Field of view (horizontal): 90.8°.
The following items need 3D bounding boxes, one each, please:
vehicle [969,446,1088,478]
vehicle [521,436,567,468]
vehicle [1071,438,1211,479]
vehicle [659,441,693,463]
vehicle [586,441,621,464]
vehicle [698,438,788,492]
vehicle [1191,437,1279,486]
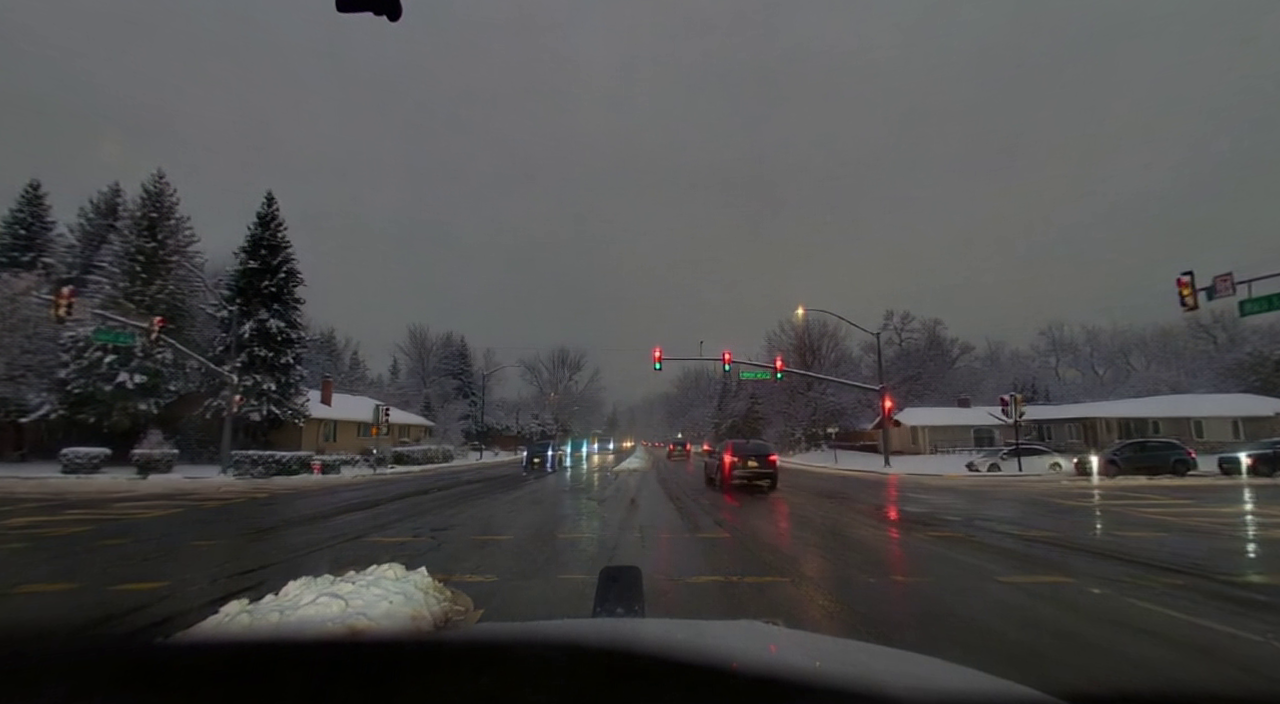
[{"bbox_3d":[19.733,5.606,32.246,4.874,1.544,1.779,0,-9,1],"label":"vehicle"},{"bbox_3d":[-5.444,5.688,36.195,2.025,1.704,4.104,0,-9,0],"label":"vehicle"},{"bbox_3d":[23.497,4.989,29.751,4.807,1.835,2.033,0,-9,-1],"label":"vehicle"},{"bbox_3d":[2.641,7.422,46.899,2.142,1.506,4.948,0,-9,-1],"label":"vehicle"},{"bbox_3d":[-2.400,6.714,42.287,2.045,1.484,3.991,0,-9,0],"label":"vehicle"},{"bbox_3d":[2.992,3.397,19.376,1.947,1.467,4.455,0,-9,-1],"label":"vehicle"},{"bbox_3d":[23.629,4.041,23.472,4.417,1.725,1.969,0,-9,-1],"label":"vehicle"}]
